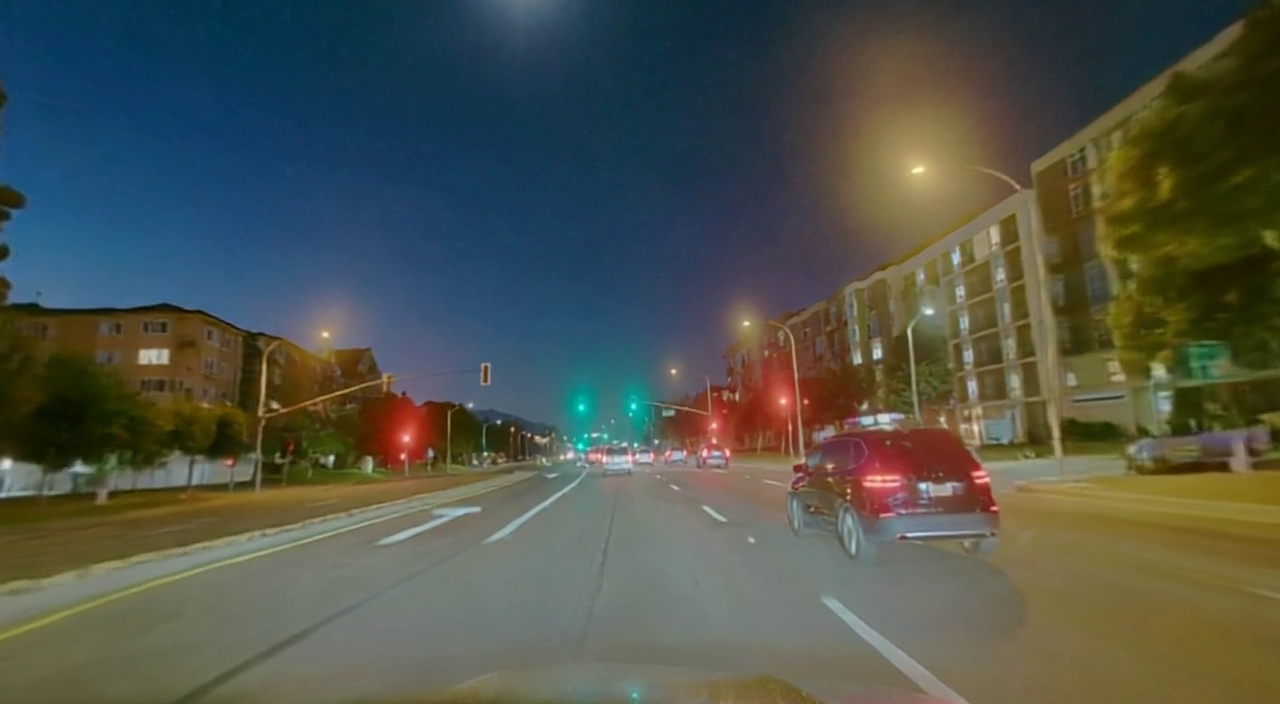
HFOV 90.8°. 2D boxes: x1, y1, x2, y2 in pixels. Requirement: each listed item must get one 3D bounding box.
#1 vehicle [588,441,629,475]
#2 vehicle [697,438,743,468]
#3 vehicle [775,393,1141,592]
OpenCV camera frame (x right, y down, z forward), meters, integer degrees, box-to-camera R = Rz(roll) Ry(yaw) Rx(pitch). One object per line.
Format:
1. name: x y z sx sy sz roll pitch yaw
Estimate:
1. vehicle: -1.698 5.695 34.019 2.101 1.641 4.341 0 -9 -3
2. vehicle: 5.312 6.820 42.742 2.052 1.886 5.297 0 -9 -4
3. vehicle: 3.229 1.565 7.788 1.893 1.664 4.670 0 -9 -2
